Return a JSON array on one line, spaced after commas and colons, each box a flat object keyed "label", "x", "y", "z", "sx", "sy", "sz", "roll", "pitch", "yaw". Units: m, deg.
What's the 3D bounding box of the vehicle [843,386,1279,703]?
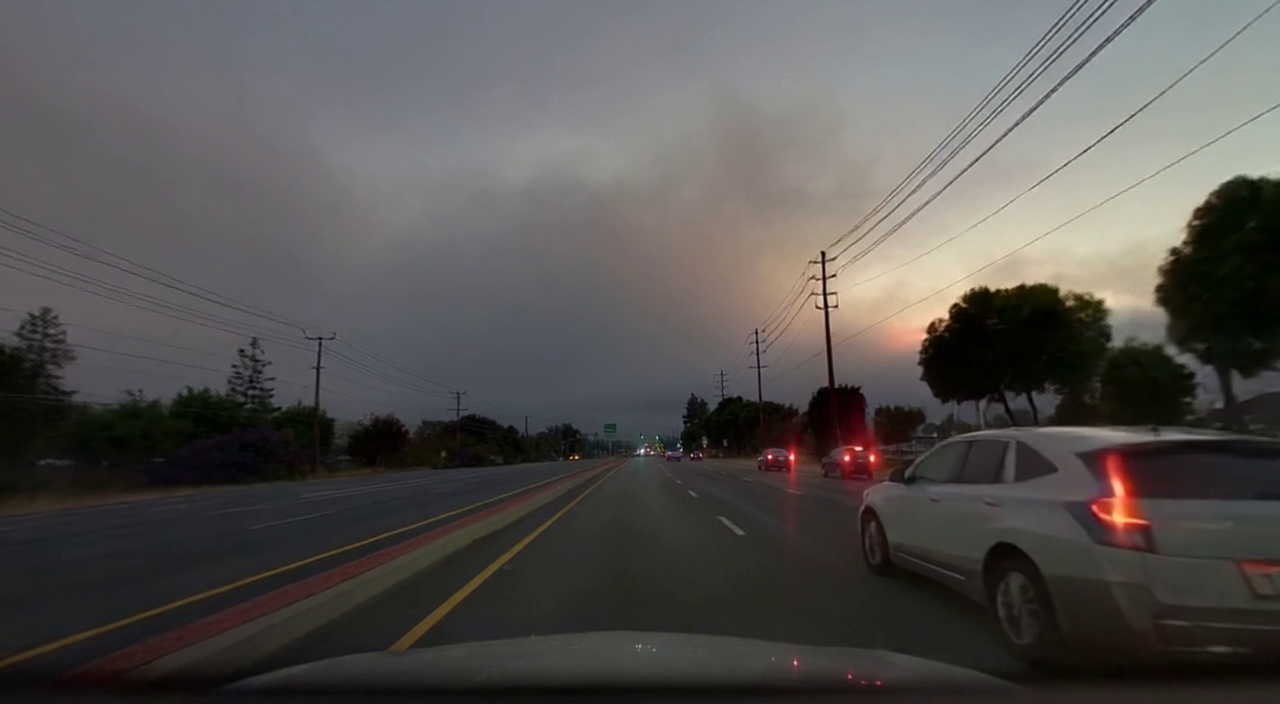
[{"label": "vehicle", "x": 3.341, "y": 1.295, "z": 5.016, "sx": 2.078, "sy": 1.668, "sz": 4.078, "roll": 0, "pitch": -9, "yaw": 0}]

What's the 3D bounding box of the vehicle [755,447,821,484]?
[{"label": "vehicle", "x": 6.462, "y": 4.984, "z": 28.145, "sx": 1.882, "sy": 1.476, "sz": 4.344, "roll": 0, "pitch": -8, "yaw": 0}]
